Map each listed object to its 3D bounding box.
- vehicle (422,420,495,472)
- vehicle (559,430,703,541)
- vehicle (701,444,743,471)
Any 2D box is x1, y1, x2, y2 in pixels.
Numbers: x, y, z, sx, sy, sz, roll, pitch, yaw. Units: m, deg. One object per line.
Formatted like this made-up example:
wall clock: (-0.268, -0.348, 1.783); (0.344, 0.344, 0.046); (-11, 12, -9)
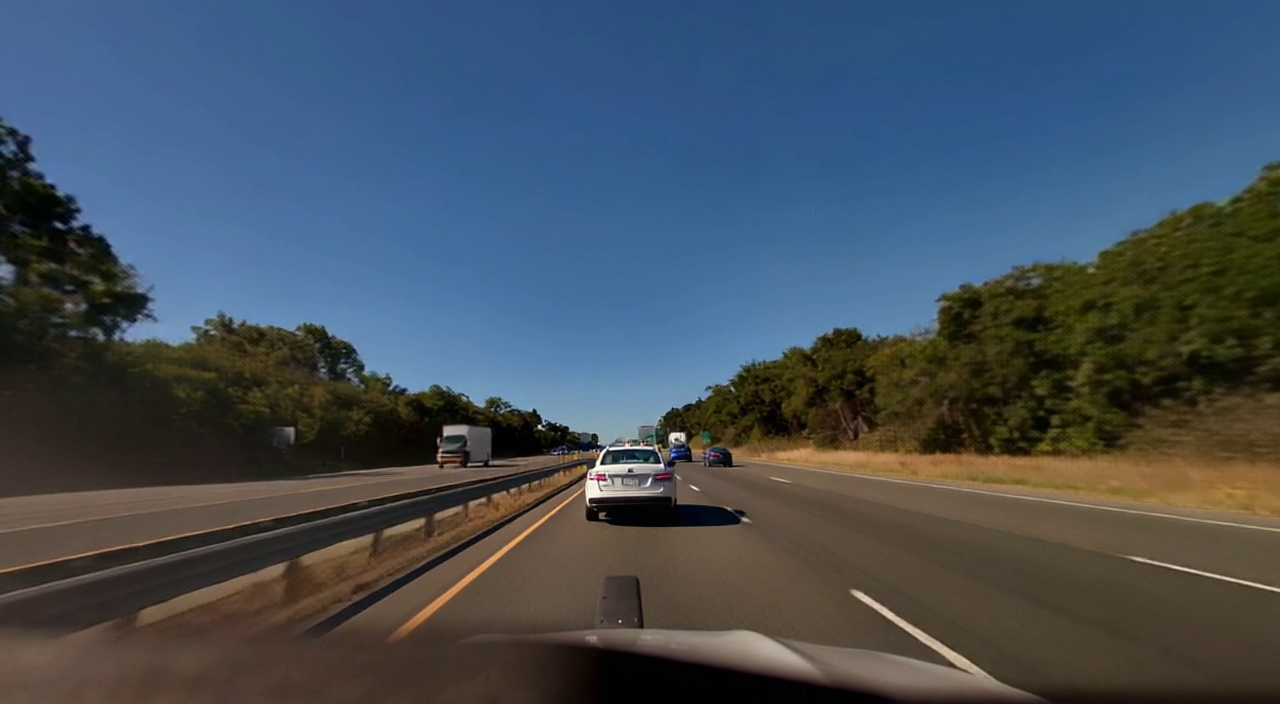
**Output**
vehicle: (-13.044, 6.890, 45.942); (2.757, 3.414, 7.910); (-1, -9, 1)
vehicle: (-0.159, 2.229, 11.044); (2.088, 1.580, 3.657); (0, -9, -1)
vehicle: (4.863, 6.315, 37.681); (1.931, 1.516, 3.995); (0, -9, 0)
